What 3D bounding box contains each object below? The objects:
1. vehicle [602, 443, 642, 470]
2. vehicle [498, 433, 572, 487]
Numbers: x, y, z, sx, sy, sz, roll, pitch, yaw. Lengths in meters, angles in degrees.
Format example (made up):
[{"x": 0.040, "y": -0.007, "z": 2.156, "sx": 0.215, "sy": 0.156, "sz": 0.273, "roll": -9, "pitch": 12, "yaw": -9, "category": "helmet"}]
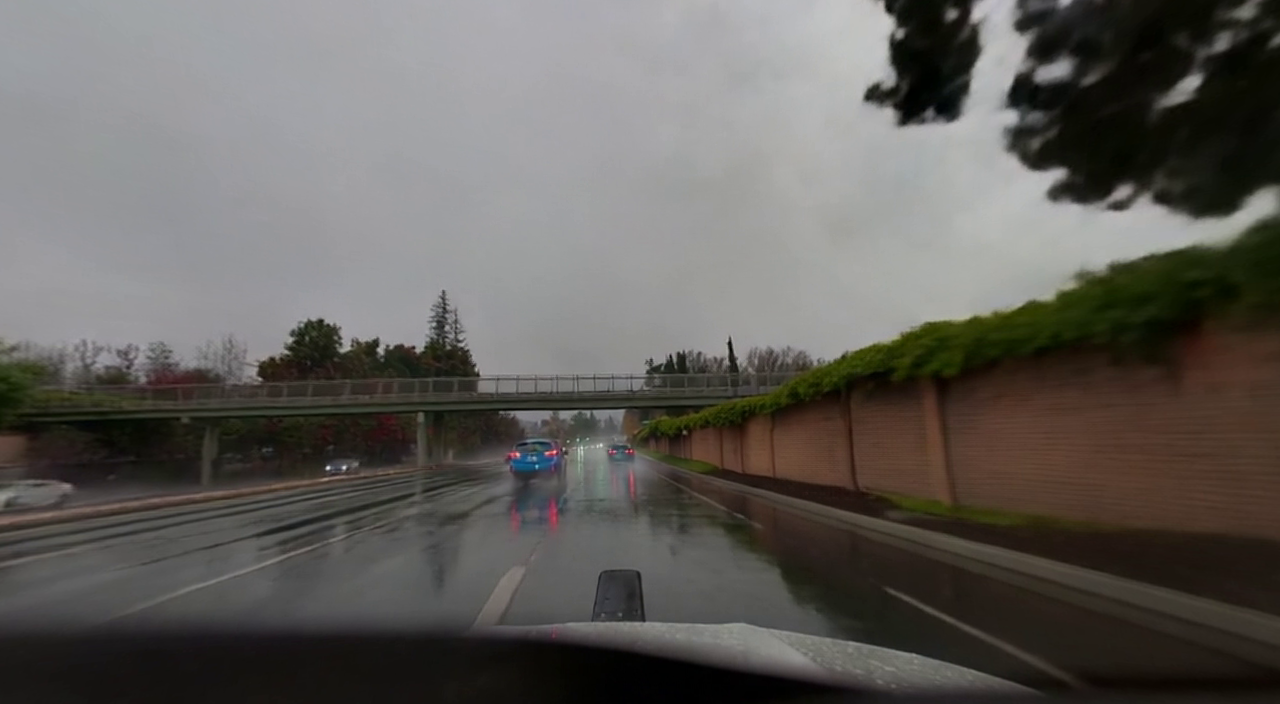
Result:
[{"x": -1.146, "y": 6.206, "z": 37.720, "sx": 2.205, "sy": 1.509, "sz": 4.272, "roll": 1, "pitch": -8, "yaw": -5, "category": "vehicle"}, {"x": -3.763, "y": 3.969, "z": 23.547, "sx": 2.223, "sy": 1.771, "sz": 4.581, "roll": 0, "pitch": -8, "yaw": -3, "category": "vehicle"}]
